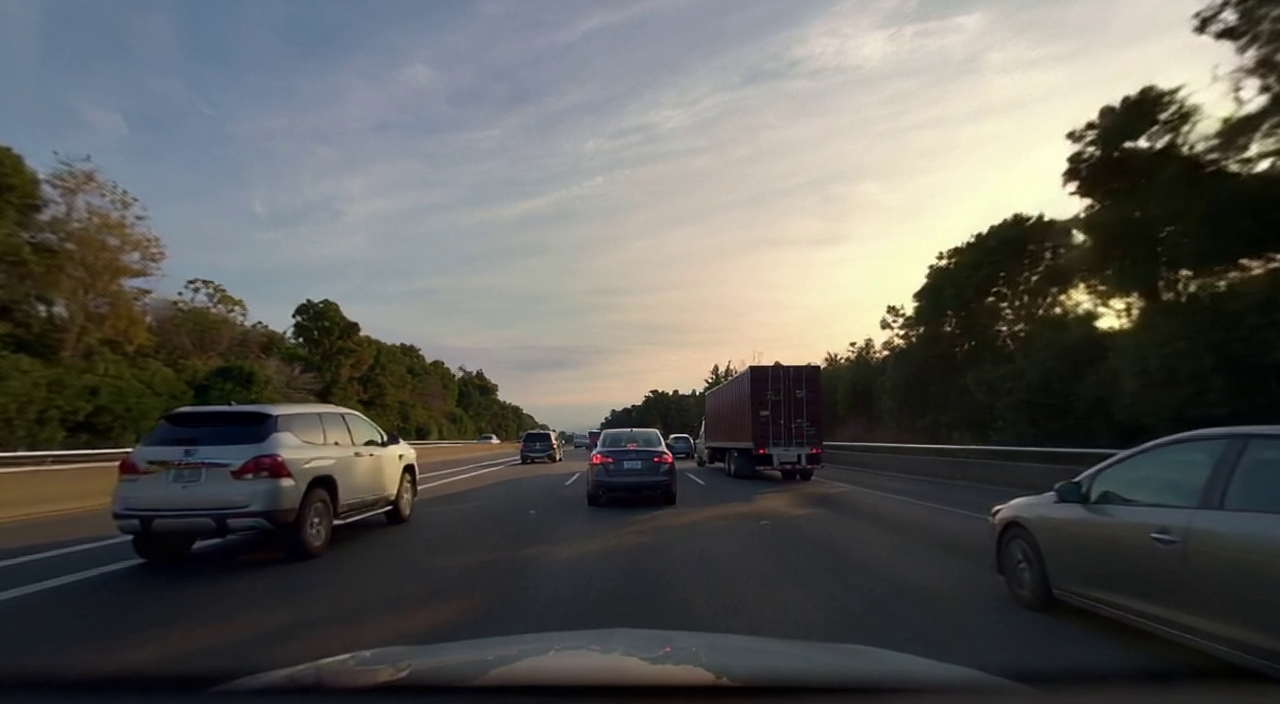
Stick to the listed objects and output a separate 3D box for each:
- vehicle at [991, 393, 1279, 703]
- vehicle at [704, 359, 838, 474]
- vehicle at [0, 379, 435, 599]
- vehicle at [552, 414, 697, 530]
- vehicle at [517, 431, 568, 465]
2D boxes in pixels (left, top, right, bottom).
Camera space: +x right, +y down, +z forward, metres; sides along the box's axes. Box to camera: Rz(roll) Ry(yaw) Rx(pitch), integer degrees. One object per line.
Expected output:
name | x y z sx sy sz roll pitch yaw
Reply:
vehicle | 3.542 0.910 2.530 1.951 1.477 3.963 0 -8 0
vehicle | 5.437 3.273 29.843 2.888 4.135 14.071 0 -8 -2
vehicle | -4.278 1.425 7.514 2.101 1.767 4.702 0 -8 -1
vehicle | -0.254 1.992 11.047 2.083 1.647 3.799 0 -8 -1
vehicle | -4.928 4.883 32.256 1.971 1.648 3.983 0 -8 0
